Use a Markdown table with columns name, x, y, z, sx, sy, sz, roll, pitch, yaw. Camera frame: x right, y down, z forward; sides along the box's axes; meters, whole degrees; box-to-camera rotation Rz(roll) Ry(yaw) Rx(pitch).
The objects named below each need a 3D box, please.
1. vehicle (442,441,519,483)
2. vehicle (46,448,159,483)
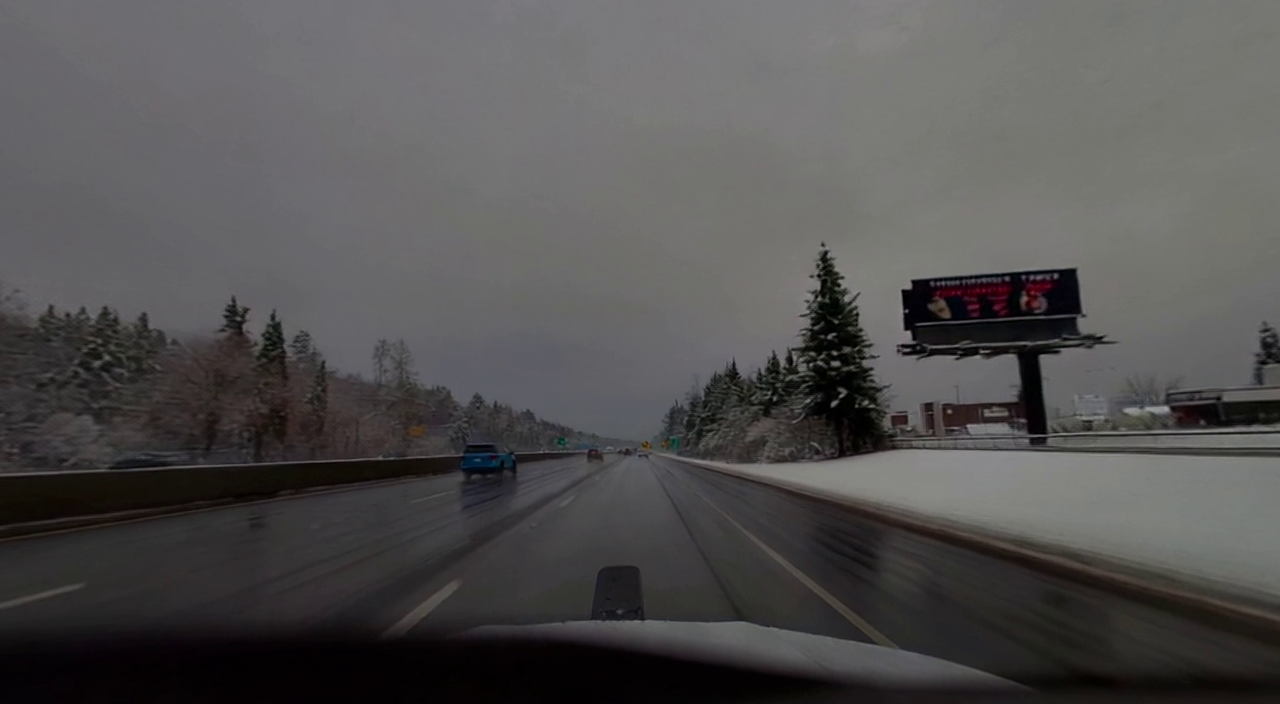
| name | x | y | z | sx | sy | sz | roll | pitch | yaw |
| --- | --- | --- | --- | --- | --- | --- | --- | --- | --- |
| vehicle | -6.881 | 4.790 | 27.768 | 2.055 | 1.683 | 4.804 | 0 | -9 | 1 |
| vehicle | -28.602 | 6.019 | 33.738 | 1.934 | 1.691 | 4.551 | 0 | -9 | 1 |
